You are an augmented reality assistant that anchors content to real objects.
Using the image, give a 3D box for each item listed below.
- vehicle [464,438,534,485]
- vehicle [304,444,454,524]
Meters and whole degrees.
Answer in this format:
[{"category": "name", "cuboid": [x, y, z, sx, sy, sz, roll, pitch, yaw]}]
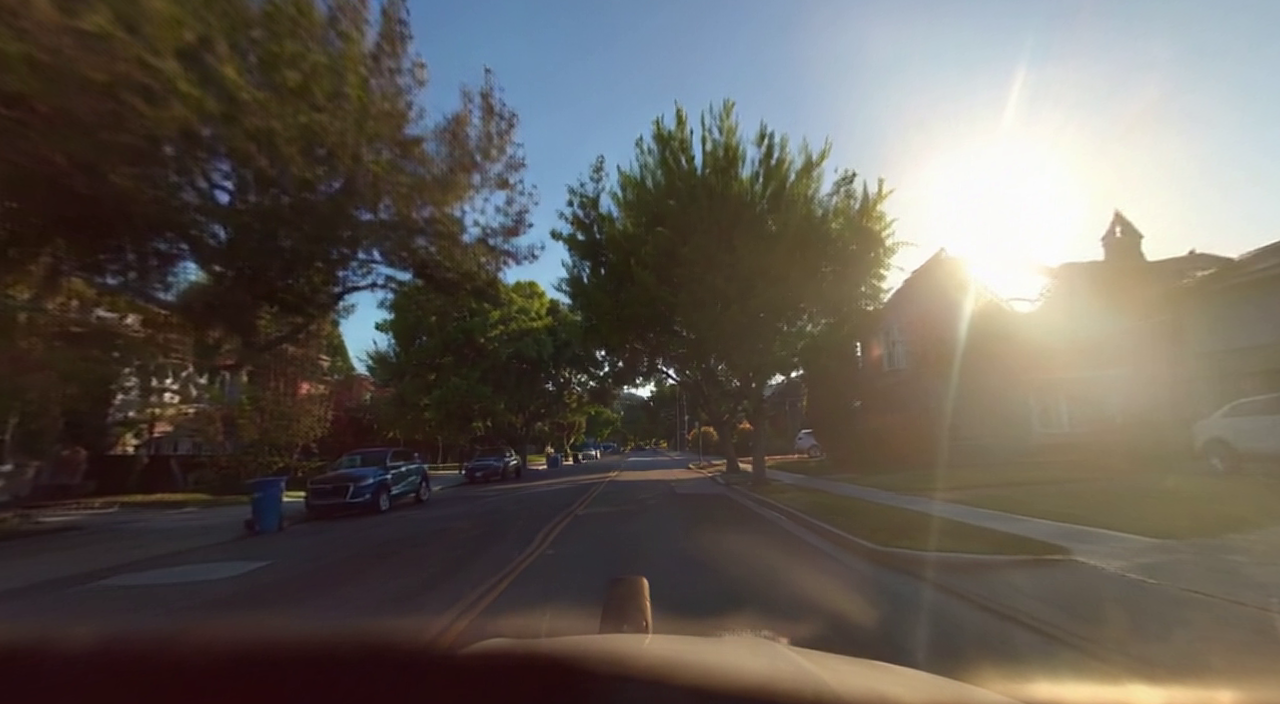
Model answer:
[{"category": "vehicle", "cuboid": [-6.356, 4.952, 28.978, 2.169, 1.871, 4.762, -2, -8, -1]}, {"category": "vehicle", "cuboid": [-6.283, 3.157, 15.778, 1.945, 1.530, 4.430, -4, -8, -1]}]
